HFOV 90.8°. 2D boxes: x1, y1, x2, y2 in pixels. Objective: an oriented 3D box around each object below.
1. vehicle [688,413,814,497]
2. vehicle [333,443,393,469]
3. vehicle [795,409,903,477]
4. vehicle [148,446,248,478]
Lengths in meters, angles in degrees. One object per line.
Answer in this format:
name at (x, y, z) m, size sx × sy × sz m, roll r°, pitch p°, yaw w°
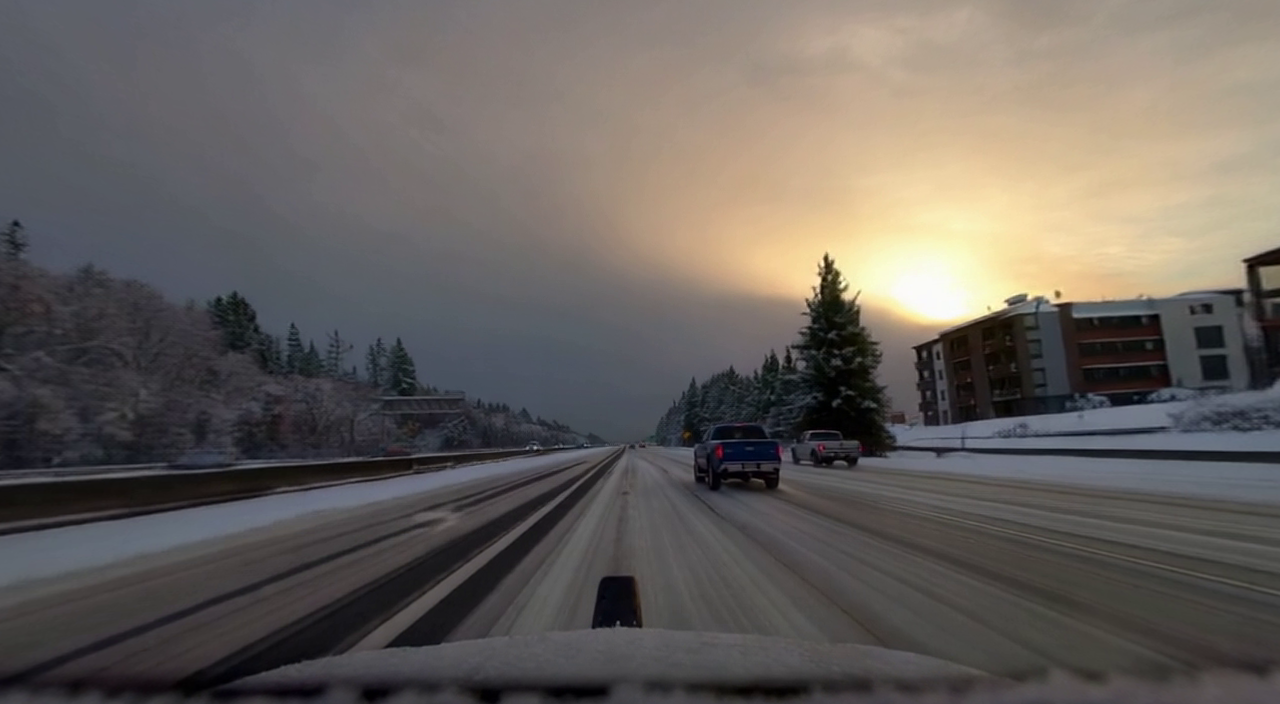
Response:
vehicle at (2.845, 2.819, 17.560) m, size 2.462 × 1.984 × 4.718 m, roll 0°, pitch -8°, yaw -2°
vehicle at (-19.217, 7.236, 44.051) m, size 2.056 × 1.681 × 4.519 m, roll 0°, pitch -8°, yaw 0°
vehicle at (7.758, 3.480, 24.133) m, size 2.158 × 2.268 × 5.396 m, roll 0°, pitch -8°, yaw -1°
vehicle at (-27.283, 6.753, 39.308) m, size 2.116 × 1.812 × 5.613 m, roll 0°, pitch -8°, yaw 0°
